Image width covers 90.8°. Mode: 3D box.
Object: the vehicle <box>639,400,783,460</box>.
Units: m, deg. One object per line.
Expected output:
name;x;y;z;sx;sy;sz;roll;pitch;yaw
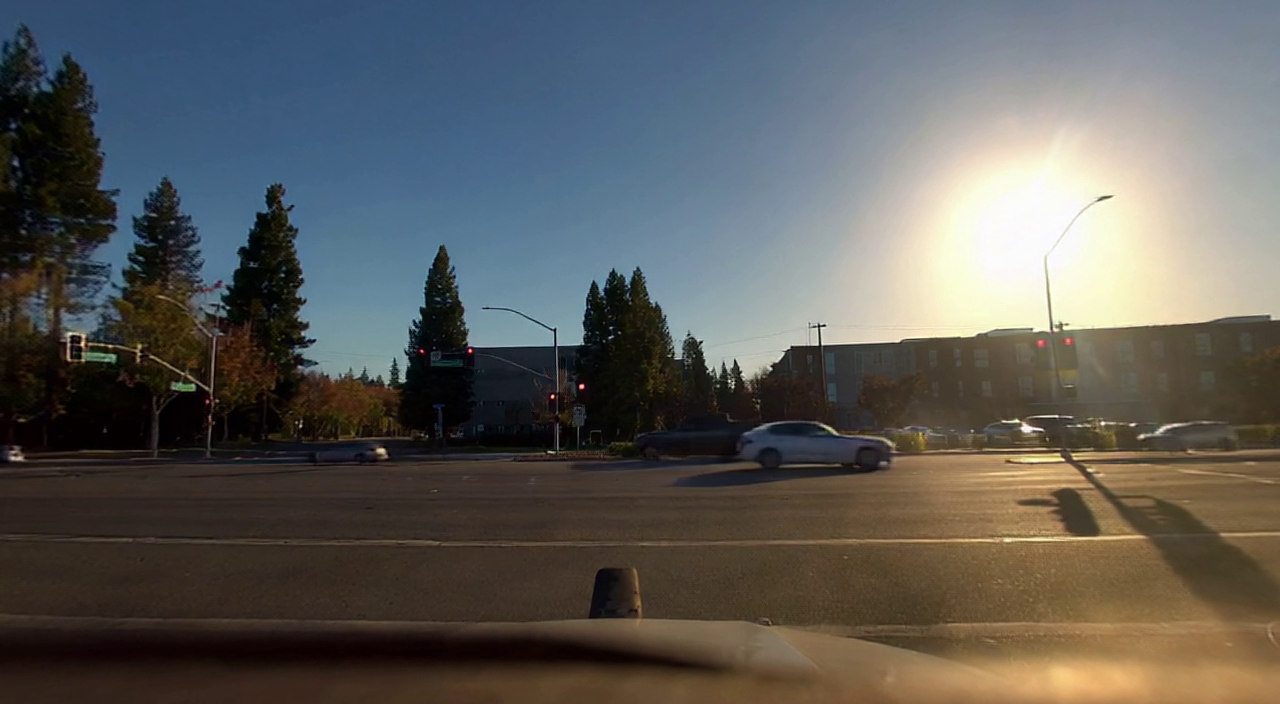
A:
vehicle;4.029;4.467;35.857;7.790;3.197;2.653;-2;-9;10

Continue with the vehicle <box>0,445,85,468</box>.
vehicle;-41.295;7.184;43.695;4.488;1.536;1.849;-2;-9;10

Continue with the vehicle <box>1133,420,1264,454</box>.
vehicle;27.609;4.239;31.375;4.370;1.592;1.886;-2;-9;10

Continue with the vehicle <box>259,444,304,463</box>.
vehicle;-28.054;7.919;49.545;2.235;1.417;4.272;3;-9;-19

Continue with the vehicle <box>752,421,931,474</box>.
vehicle;5.850;2.870;18.957;4.836;1.445;2.057;-2;-9;11

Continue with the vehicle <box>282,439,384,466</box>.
vehicle;-17.206;5.658;35.494;4.860;1.441;1.934;-2;-9;11

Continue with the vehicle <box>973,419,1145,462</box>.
vehicle;15.028;3.214;22.947;4.749;1.461;1.892;-1;-9;9
